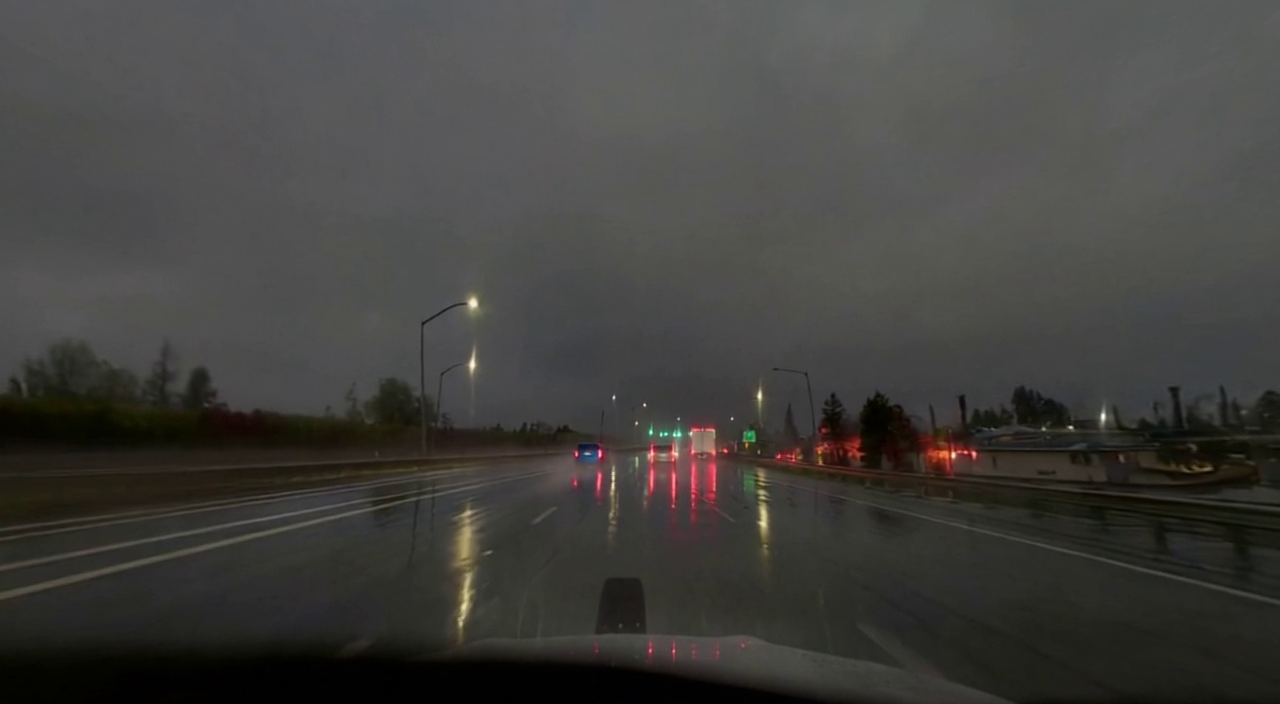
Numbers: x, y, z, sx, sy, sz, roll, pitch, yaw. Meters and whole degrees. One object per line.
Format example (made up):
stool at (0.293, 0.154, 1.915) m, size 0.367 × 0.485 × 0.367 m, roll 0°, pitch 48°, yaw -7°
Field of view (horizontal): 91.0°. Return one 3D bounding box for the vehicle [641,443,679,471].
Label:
vehicle at (1.185, 6.200, 37.485) m, size 2.086 × 1.548 × 4.325 m, roll 0°, pitch -9°, yaw 2°

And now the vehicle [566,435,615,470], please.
vehicle at (-2.807, 5.819, 36.622) m, size 2.264 × 1.901 × 4.647 m, roll -1°, pitch -9°, yaw 3°
